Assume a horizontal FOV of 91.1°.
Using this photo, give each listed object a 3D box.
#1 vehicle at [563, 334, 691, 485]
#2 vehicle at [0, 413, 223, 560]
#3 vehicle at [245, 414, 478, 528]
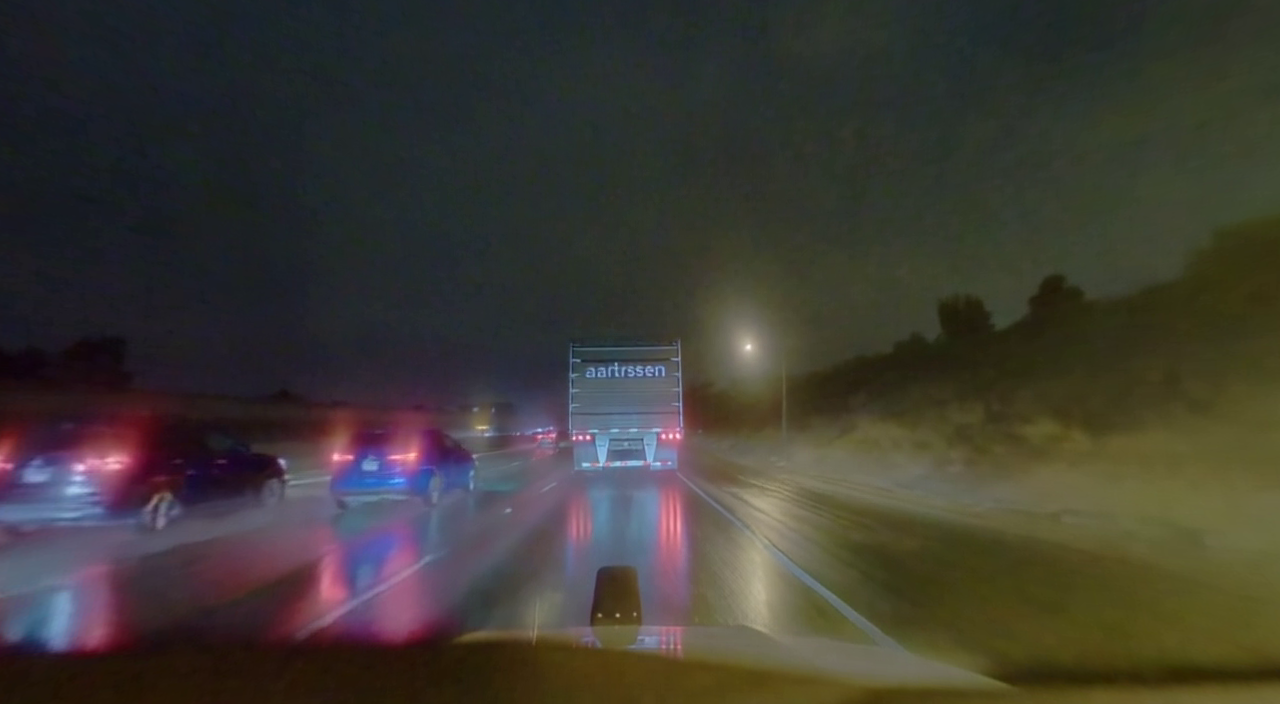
[{"bbox_3d":[-0.428,2.250,22.520,3.442,4.106,10.719,0,-8,-1],"label":"vehicle"},{"bbox_3d":[-7.867,1.643,8.167,1.944,1.565,4.383,0,-8,-1],"label":"vehicle"},{"bbox_3d":[-4.676,2.056,11.603,2.052,1.639,4.894,0,-8,0],"label":"vehicle"}]
